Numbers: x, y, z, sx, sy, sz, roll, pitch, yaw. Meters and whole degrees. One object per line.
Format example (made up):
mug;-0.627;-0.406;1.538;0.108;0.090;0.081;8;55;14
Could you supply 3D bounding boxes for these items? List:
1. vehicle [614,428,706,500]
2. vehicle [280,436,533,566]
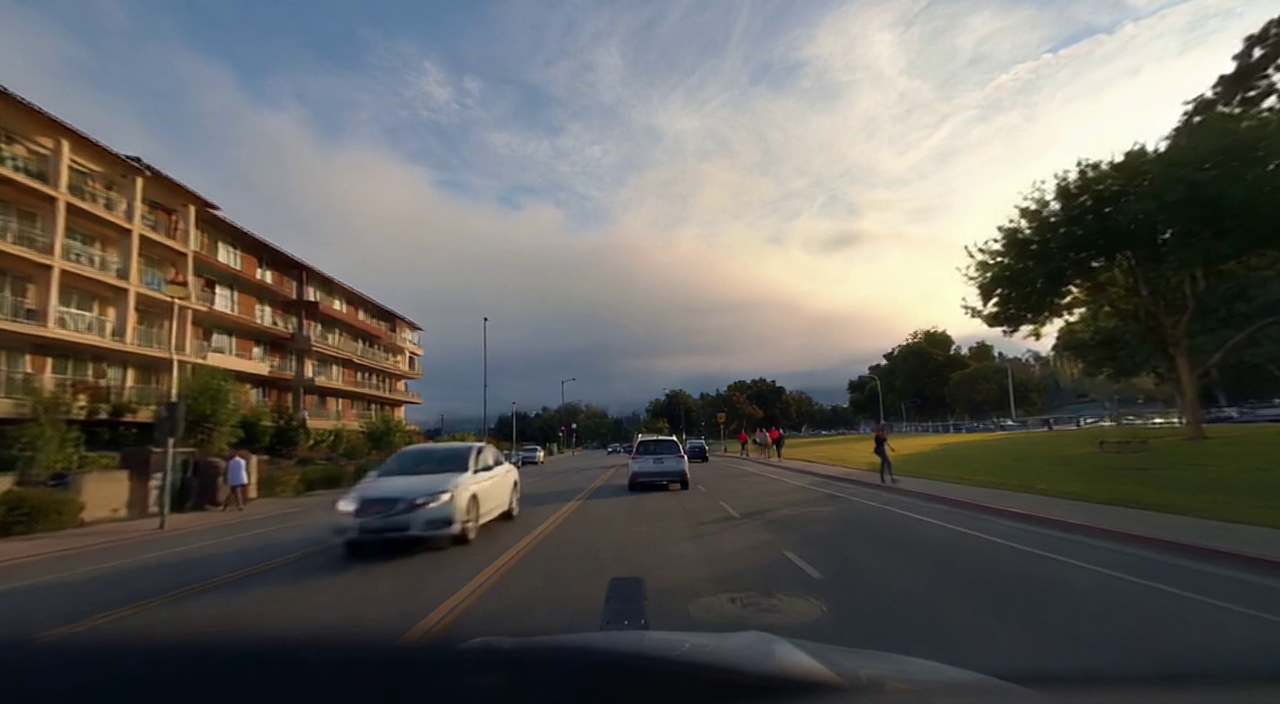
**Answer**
vehicle;0.457;2.908;16.690;2.132;1.632;3.838;0;-9;0
vehicle;-3.040;2.032;9.372;2.104;1.455;4.199;-1;-9;1
